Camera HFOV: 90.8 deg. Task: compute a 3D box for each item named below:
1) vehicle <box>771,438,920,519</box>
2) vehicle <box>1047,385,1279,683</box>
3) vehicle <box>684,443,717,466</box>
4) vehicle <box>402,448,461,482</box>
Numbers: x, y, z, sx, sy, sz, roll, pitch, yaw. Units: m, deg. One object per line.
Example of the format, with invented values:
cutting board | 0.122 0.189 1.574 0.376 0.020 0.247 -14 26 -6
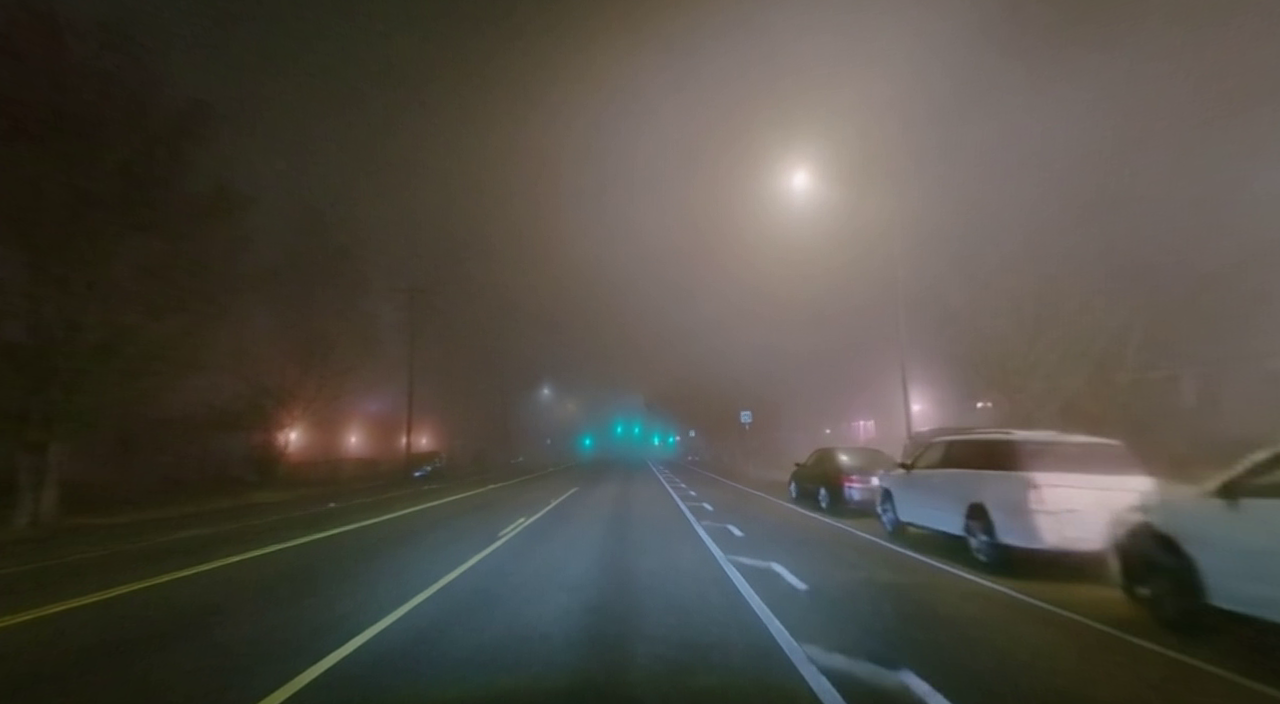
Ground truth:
vehicle | 4.576 2.865 14.923 1.939 1.561 4.495 2 -8 -1
vehicle | 4.587 0.960 2.841 1.917 1.664 5.490 3 -9 0
vehicle | 4.371 7.501 46.221 2.000 1.520 4.943 0 -9 0
vehicle | -12.477 6.749 38.154 2.034 1.646 4.808 -5 -7 -2
